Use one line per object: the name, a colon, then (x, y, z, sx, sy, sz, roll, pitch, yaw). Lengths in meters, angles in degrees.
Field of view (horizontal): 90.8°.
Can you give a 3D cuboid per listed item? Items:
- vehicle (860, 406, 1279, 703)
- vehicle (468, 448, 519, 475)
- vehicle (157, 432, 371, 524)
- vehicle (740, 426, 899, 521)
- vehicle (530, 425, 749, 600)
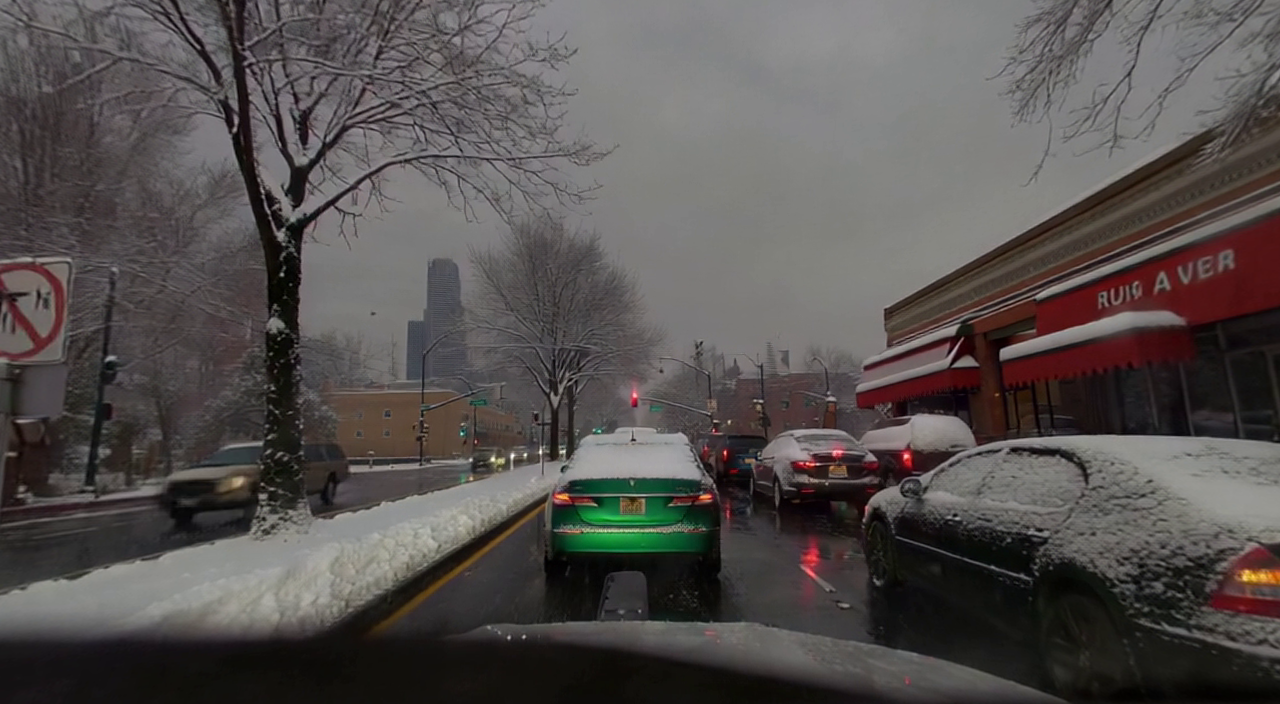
vehicle: (3.310, 1.255, 4.476, 1.988, 1.480, 4.195, 0, -9, 0)
vehicle: (-8.306, 6.224, 36.209, 1.850, 1.417, 4.321, 0, -9, 1)
vehicle: (-8.045, 2.715, 14.175, 2.079, 1.695, 4.374, 0, -9, 0)
vehicle: (3.536, 2.482, 13.412, 2.025, 1.660, 4.263, 0, -9, -1)
vehicle: (-0.020, 1.655, 7.297, 1.887, 1.487, 3.535, 0, -9, 0)
